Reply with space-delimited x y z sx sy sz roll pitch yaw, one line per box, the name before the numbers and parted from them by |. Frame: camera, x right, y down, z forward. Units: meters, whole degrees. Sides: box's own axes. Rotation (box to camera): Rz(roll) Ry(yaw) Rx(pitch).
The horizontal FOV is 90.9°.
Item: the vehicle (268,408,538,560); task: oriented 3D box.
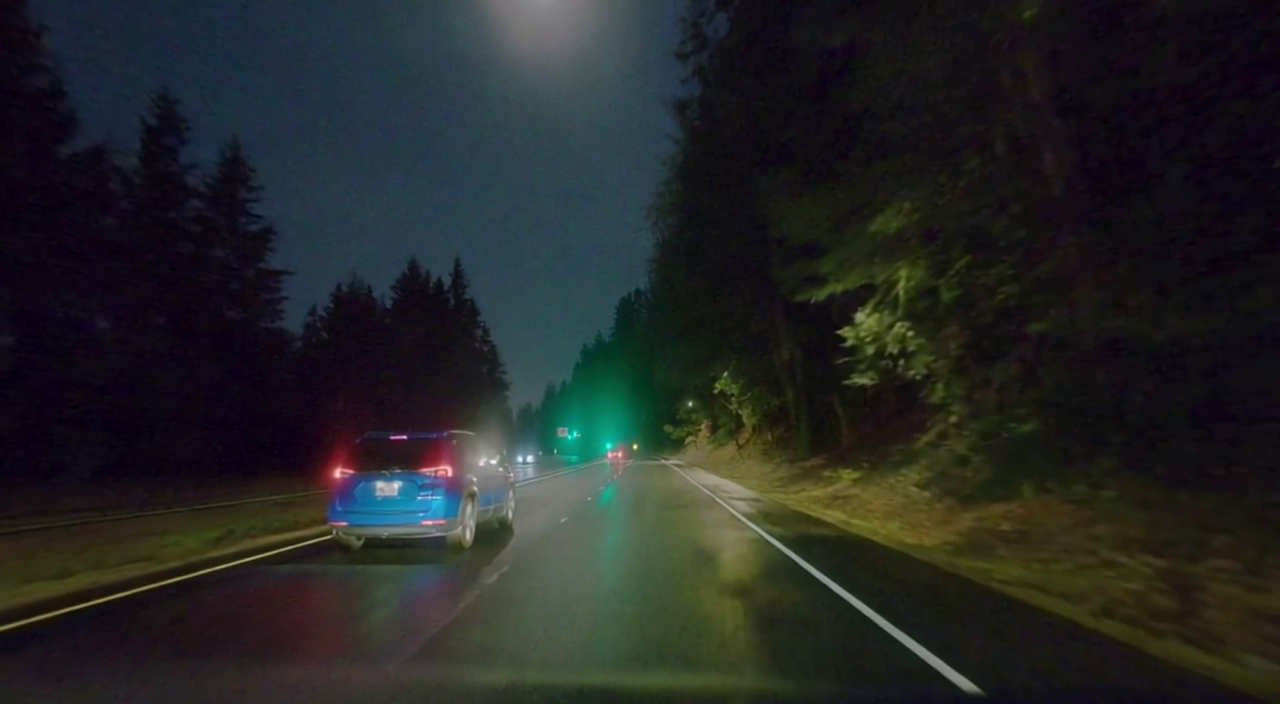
vehicle | -3.354 2.007 10.377 2.336 1.857 4.986 -1 -8 2
